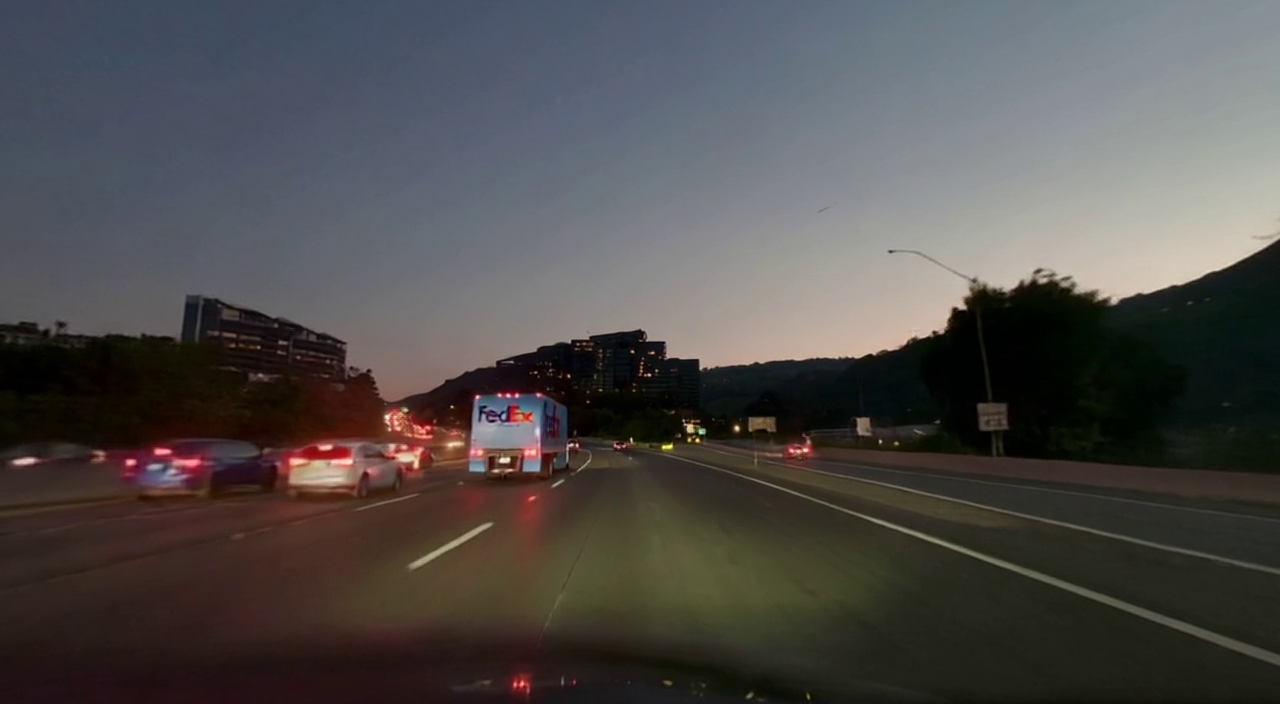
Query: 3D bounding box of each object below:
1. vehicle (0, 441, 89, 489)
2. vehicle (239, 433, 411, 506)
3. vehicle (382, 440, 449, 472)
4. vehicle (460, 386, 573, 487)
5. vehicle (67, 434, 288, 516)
[{"bbox_3d":[-20.447,3.573,20.152,1.837,1.467,4.280,0,-8,-1],"label":"vehicle"},{"bbox_3d":[-7.939,2.970,16.543,2.143,1.628,4.559,0,-8,0],"label":"vehicle"},{"bbox_3d":[-12.044,5.584,34.144,1.981,1.607,4.703,0,-8,-1],"label":"vehicle"},{"bbox_3d":[-4.346,3.223,23.986,2.798,3.212,7.573,0,-8,0],"label":"vehicle"},{"bbox_3d":[-11.496,3.006,16.267,2.021,1.669,4.794,3,-7,0],"label":"vehicle"}]
